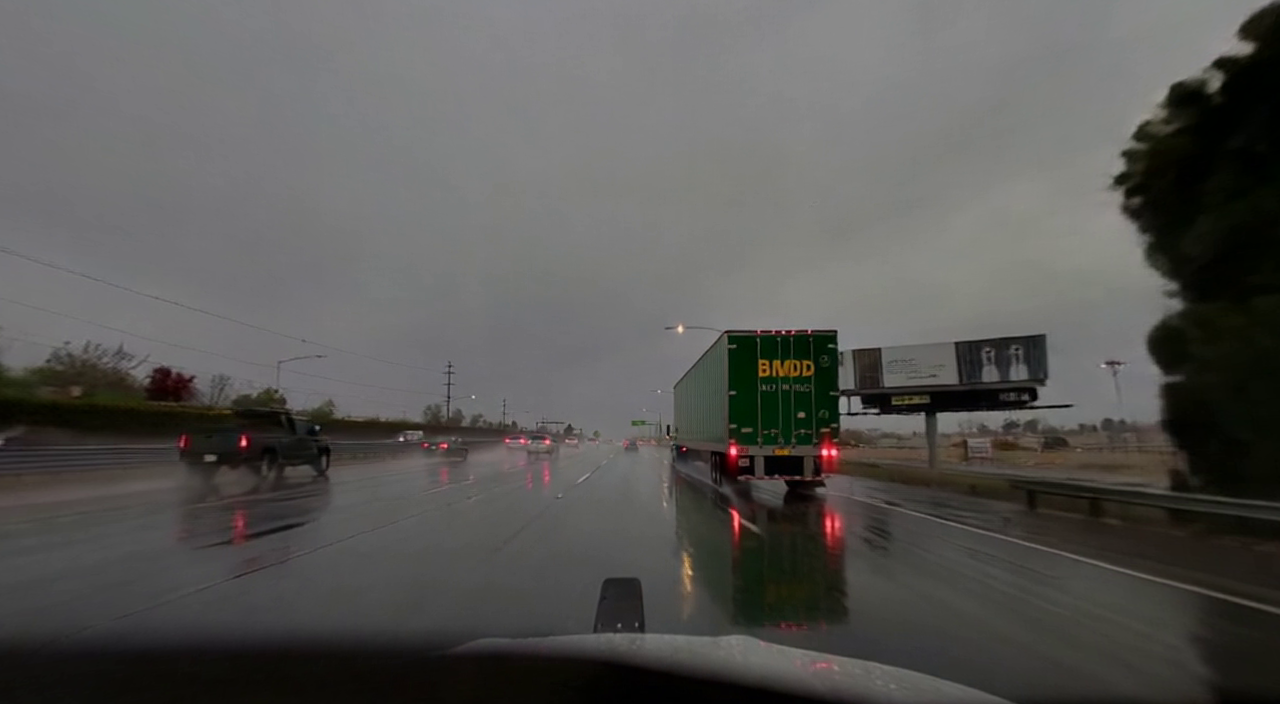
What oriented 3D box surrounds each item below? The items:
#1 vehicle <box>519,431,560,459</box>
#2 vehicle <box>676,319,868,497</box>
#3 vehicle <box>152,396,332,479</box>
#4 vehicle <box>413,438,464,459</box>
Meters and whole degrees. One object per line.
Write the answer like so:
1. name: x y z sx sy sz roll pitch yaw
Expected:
1. vehicle: -7.303 6.801 46.333 2.100 1.905 5.119 0 -8 1
2. vehicle: 3.327 2.280 21.494 2.891 3.944 15.051 0 -8 -2
3. vehicle: -13.940 3.104 22.835 2.307 2.571 6.260 0 -8 0
4. vehicle: -14.074 6.771 44.406 2.067 1.398 4.863 0 -8 -1
